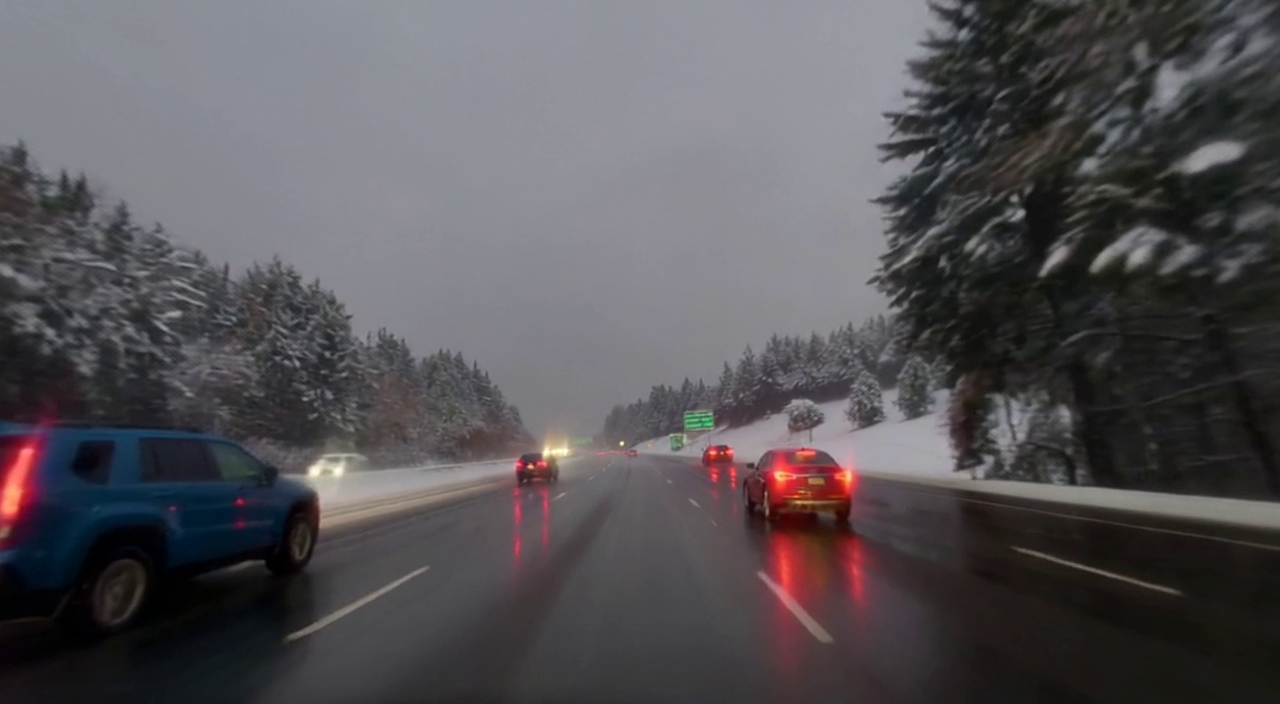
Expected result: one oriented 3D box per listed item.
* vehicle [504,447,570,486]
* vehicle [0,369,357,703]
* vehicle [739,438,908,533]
[{"bbox_3d":[-4.184,4.704,26.185,2.009,1.488,4.289,0,-9,0],"label":"vehicle"},{"bbox_3d":[-4.377,1.260,5.154,2.079,1.745,4.281,0,-9,0],"label":"vehicle"},{"bbox_3d":[3.414,2.581,12.772,2.120,1.572,4.344,0,-9,0],"label":"vehicle"}]
